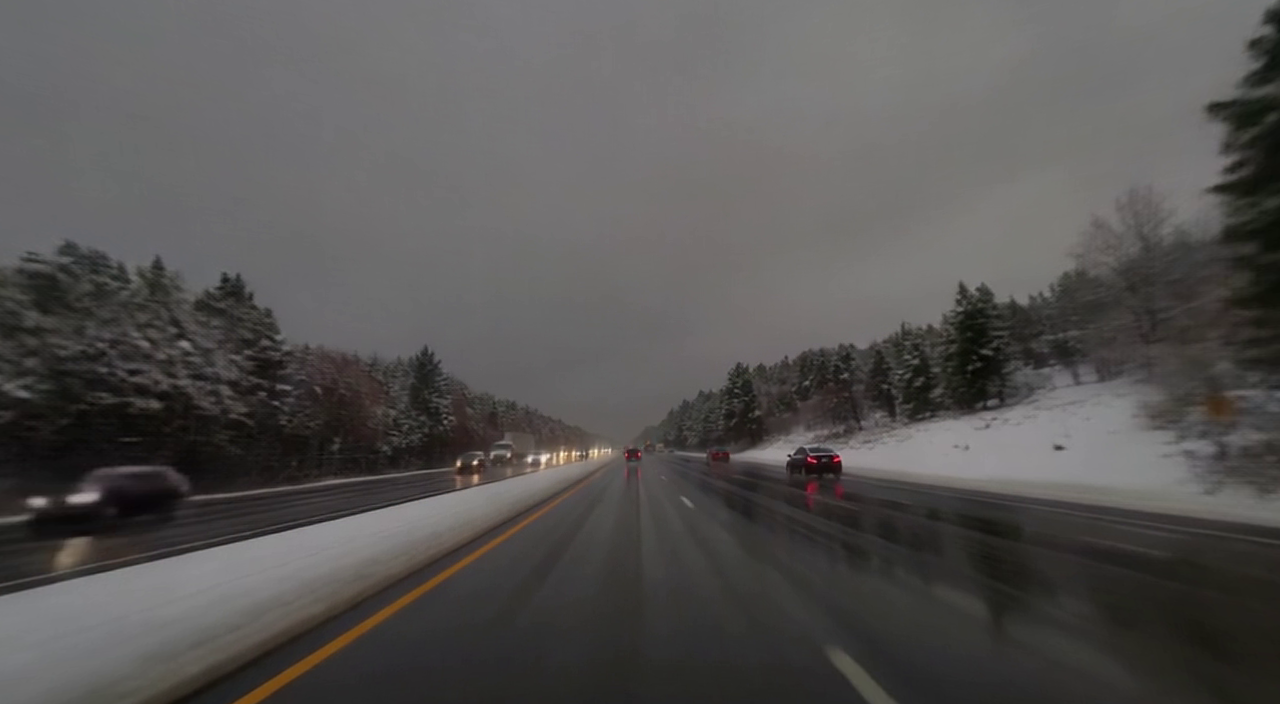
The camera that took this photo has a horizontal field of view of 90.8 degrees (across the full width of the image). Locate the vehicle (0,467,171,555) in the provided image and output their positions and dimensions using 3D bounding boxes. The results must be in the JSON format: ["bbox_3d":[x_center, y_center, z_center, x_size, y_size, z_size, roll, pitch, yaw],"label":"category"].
[{"bbox_3d":[-12.864,3.364,13.874,1.810,1.498,4.320,0,-9,-1],"label":"vehicle"}]

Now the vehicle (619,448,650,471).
[{"bbox_3d":[-0.370,7.318,43.135,2.021,1.507,4.272,0,-9,0],"label":"vehicle"}]

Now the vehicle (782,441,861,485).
[{"bbox_3d":[7.133,4.393,25.210,1.903,1.566,3.866,0,-9,-1],"label":"vehicle"}]

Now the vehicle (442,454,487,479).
[{"bbox_3d":[-12.378,8.107,44.827,1.897,1.659,4.306,0,-9,0],"label":"vehicle"}]
